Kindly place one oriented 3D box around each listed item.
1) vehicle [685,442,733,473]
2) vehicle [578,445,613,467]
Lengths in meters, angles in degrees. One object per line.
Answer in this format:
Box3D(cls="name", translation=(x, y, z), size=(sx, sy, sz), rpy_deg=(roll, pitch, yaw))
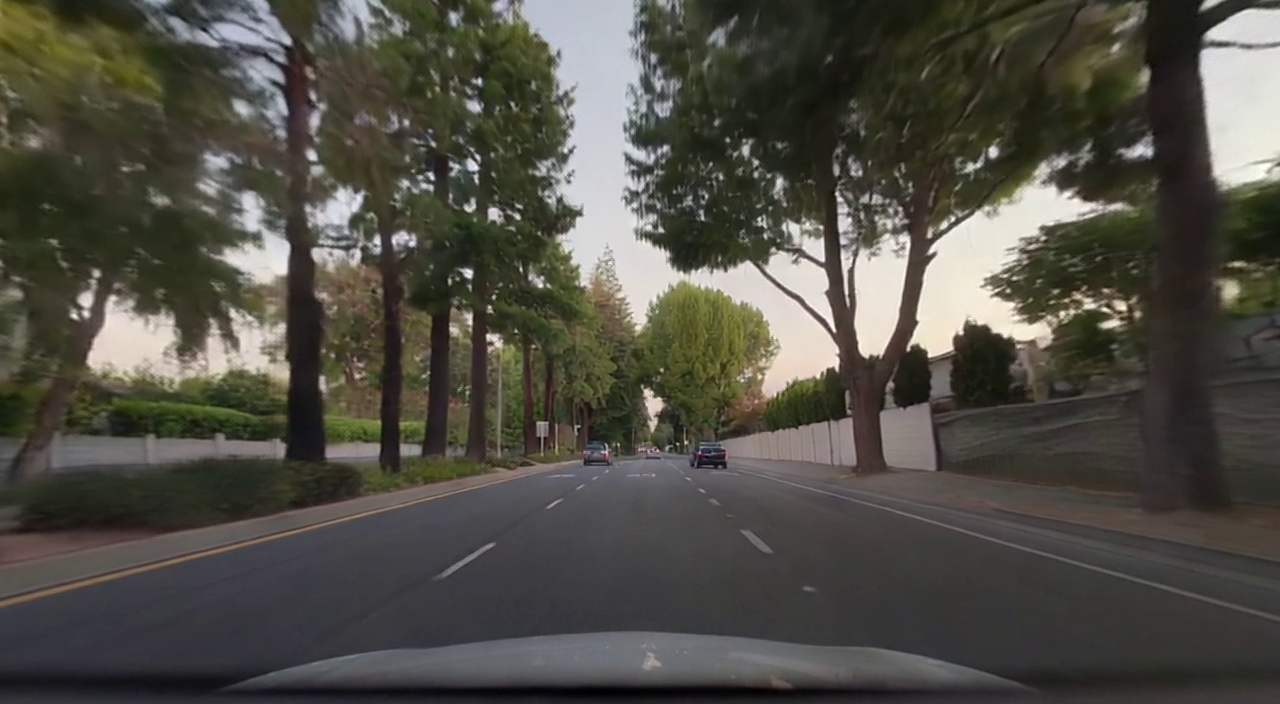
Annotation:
Box3D(cls="vehicle", translation=(3.522, 5.473, 32.944), size=(1.992, 1.511, 4.464), rpy_deg=(0, -9, 0))
Box3D(cls="vehicle", translation=(-3.125, 7.397, 45.156), size=(2.011, 1.480, 4.517), rpy_deg=(-1, -9, 1))
